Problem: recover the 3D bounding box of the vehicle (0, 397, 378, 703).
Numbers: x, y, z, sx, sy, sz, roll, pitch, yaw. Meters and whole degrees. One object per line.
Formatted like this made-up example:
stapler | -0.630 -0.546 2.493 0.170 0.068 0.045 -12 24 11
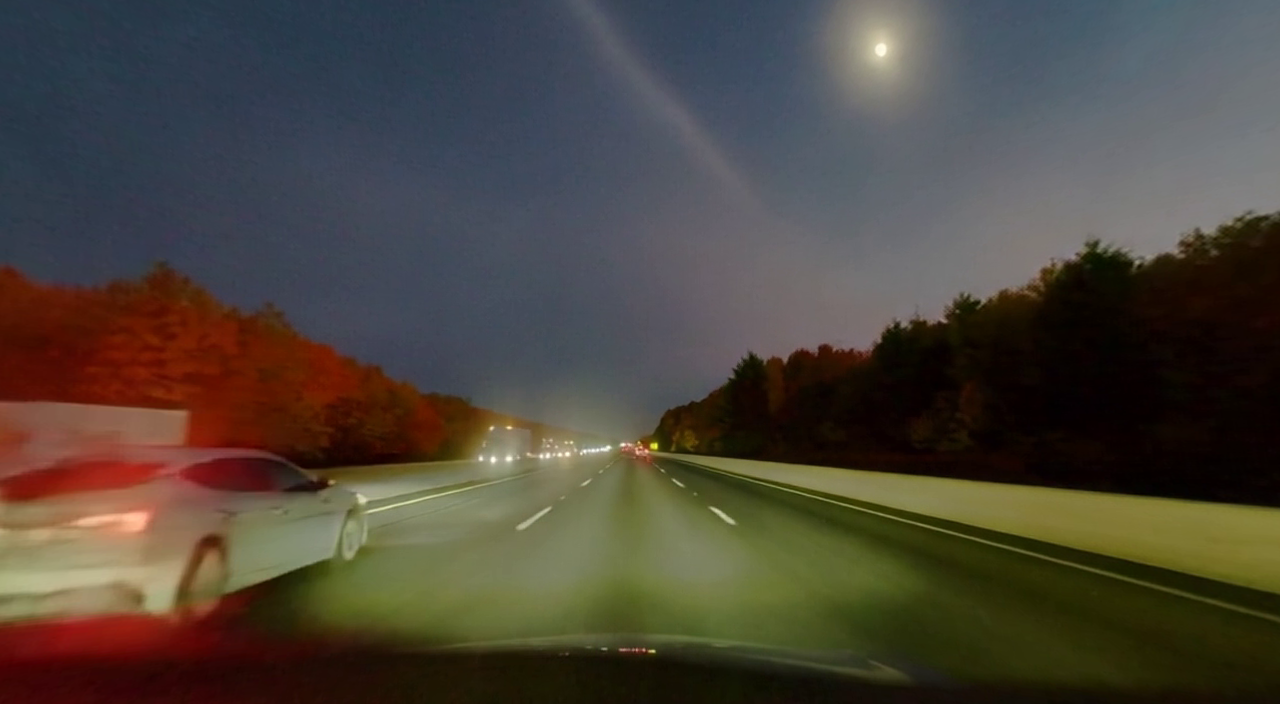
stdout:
vehicle | -3.954 1.254 4.436 2.153 1.577 4.707 0 -9 0
